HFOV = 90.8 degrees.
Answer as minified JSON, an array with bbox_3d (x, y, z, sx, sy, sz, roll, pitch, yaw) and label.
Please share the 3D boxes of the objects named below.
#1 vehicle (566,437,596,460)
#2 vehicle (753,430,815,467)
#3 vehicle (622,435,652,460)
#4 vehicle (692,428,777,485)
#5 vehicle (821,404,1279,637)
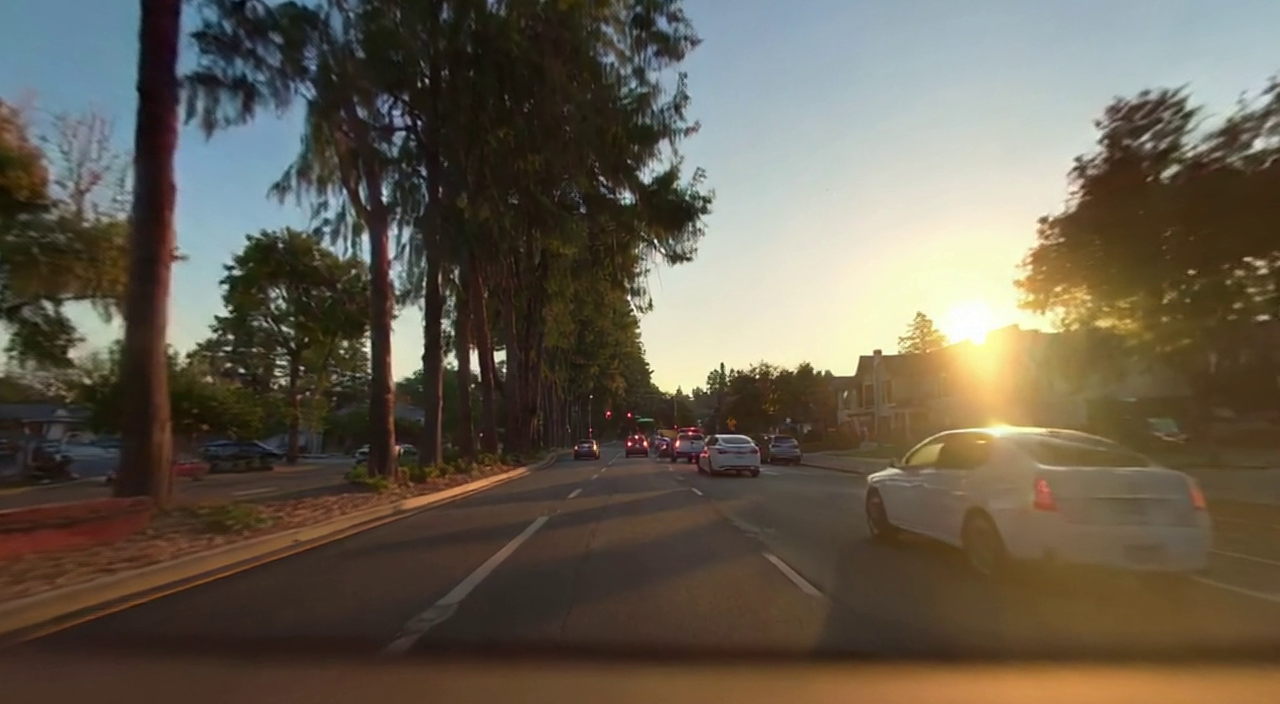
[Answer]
[{"bbox_3d":[-4.555,7.528,49.546,2.083,1.691,4.398,1,-8,-3],"label":"vehicle"},{"bbox_3d":[7.744,5.198,34.444,2.014,1.767,4.910,2,-6,-4],"label":"vehicle"},{"bbox_3d":[-0.233,6.843,45.430,2.052,1.693,4.554,0,-8,0],"label":"vehicle"},{"bbox_3d":[3.045,3.516,21.525,2.041,1.688,4.717,0,-8,-2],"label":"vehicle"},{"bbox_3d":[3.766,1.466,6.671,2.165,1.513,4.911,0,-8,-1],"label":"vehicle"}]
